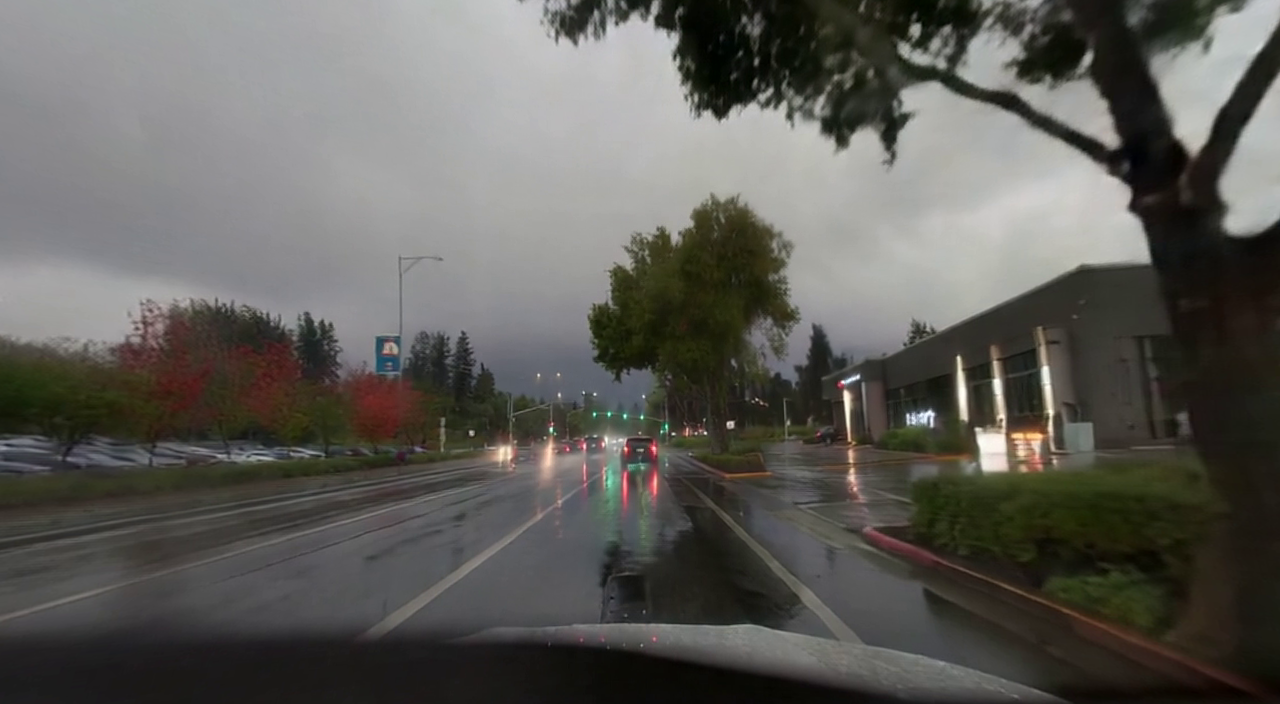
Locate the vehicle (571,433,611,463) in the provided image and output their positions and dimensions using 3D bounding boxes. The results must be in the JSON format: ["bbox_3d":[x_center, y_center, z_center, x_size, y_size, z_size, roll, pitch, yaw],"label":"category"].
[{"bbox_3d":[-3.168,6.359,42.116,2.064,1.859,5.154,0,-8,2],"label":"vehicle"}]

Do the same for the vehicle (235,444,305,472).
[{"bbox_3d":[-24.450,7.012,41.843,1.791,1.724,4.432,0,-8,2],"label":"vehicle"}]

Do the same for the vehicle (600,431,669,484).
[{"bbox_3d":[-0.140,3.558,21.585,2.108,1.612,4.246,0,-8,1],"label":"vehicle"}]

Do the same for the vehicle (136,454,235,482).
[{"bbox_3d":[-26.312,6.673,36.539,4.553,1.479,1.768,-1,-8,7],"label":"vehicle"}]
